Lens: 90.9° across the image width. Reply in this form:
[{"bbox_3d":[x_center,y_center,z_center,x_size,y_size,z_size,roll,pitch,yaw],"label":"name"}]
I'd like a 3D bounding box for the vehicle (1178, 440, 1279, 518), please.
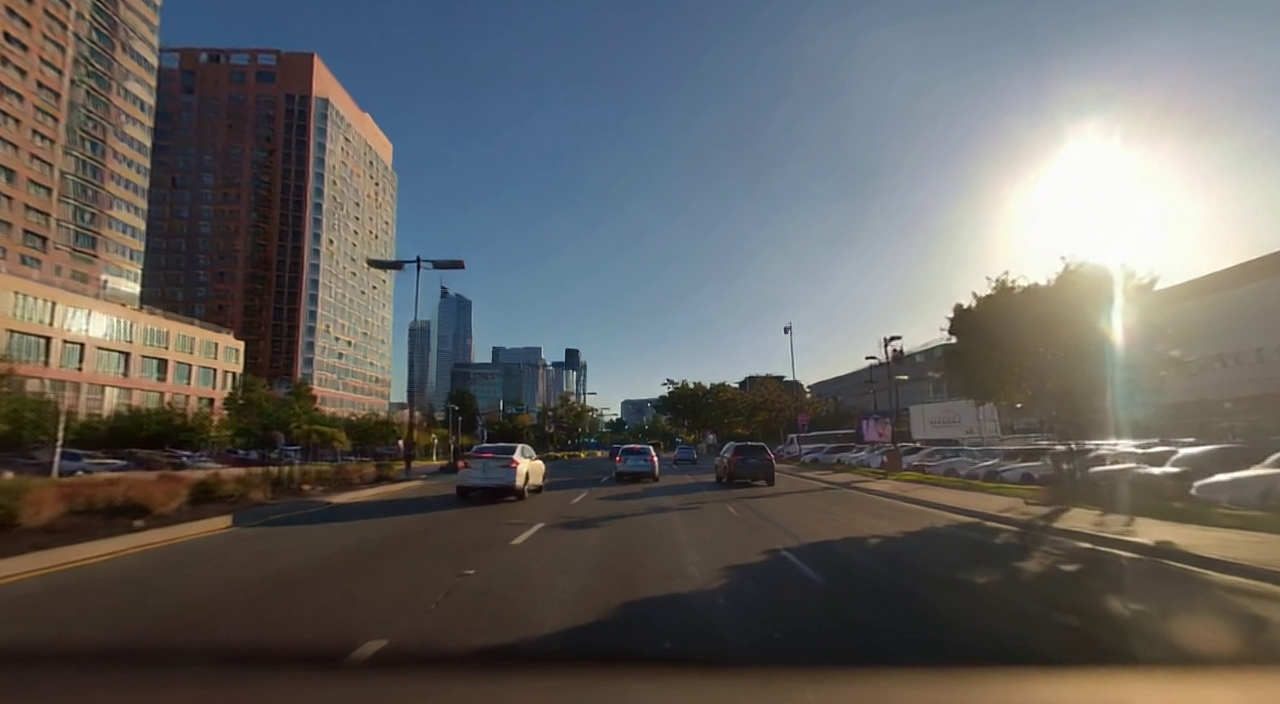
[{"bbox_3d":[13.901,2.637,13.401,3.926,1.479,1.943,3,-9,-20],"label":"vehicle"}]

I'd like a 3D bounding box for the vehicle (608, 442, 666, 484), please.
[{"bbox_3d":[-0.077,4.197,24.185,2.059,1.477,3.988,0,-8,1],"label":"vehicle"}]

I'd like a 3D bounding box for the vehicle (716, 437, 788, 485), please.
[{"bbox_3d":[4.218,4.189,24.447,2.007,1.683,4.171,0,-8,0],"label":"vehicle"}]

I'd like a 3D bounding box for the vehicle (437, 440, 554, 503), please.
[{"bbox_3d":[-3.763,3.192,17.369,2.029,1.482,4.591,0,-8,1],"label":"vehicle"}]
